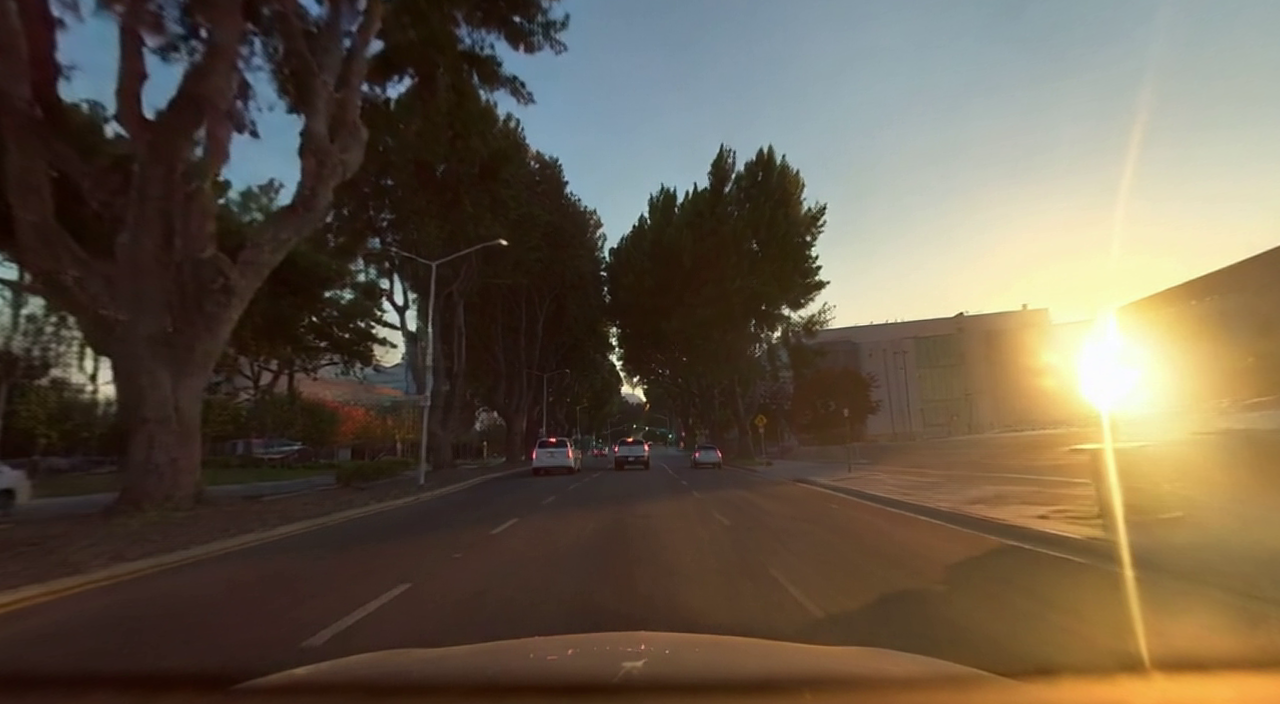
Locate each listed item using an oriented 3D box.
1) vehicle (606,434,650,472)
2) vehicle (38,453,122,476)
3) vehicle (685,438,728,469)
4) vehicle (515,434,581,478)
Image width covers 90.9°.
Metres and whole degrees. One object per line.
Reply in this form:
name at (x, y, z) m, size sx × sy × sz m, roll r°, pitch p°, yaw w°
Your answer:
vehicle at (-0.536, 4.910, 30.762) m, size 2.022 × 1.700 × 4.084 m, roll 0°, pitch -8°, yaw 0°
vehicle at (-41.665, 8.446, 47.104) m, size 1.761 × 1.433 × 4.631 m, roll -4°, pitch -13°, yaw 5°
vehicle at (3.589, 5.557, 34.712) m, size 1.847 × 1.554 × 4.052 m, roll 0°, pitch -8°, yaw -1°
vehicle at (-3.791, 4.345, 26.670) m, size 2.047 × 1.710 × 4.314 m, roll 0°, pitch -8°, yaw 1°
